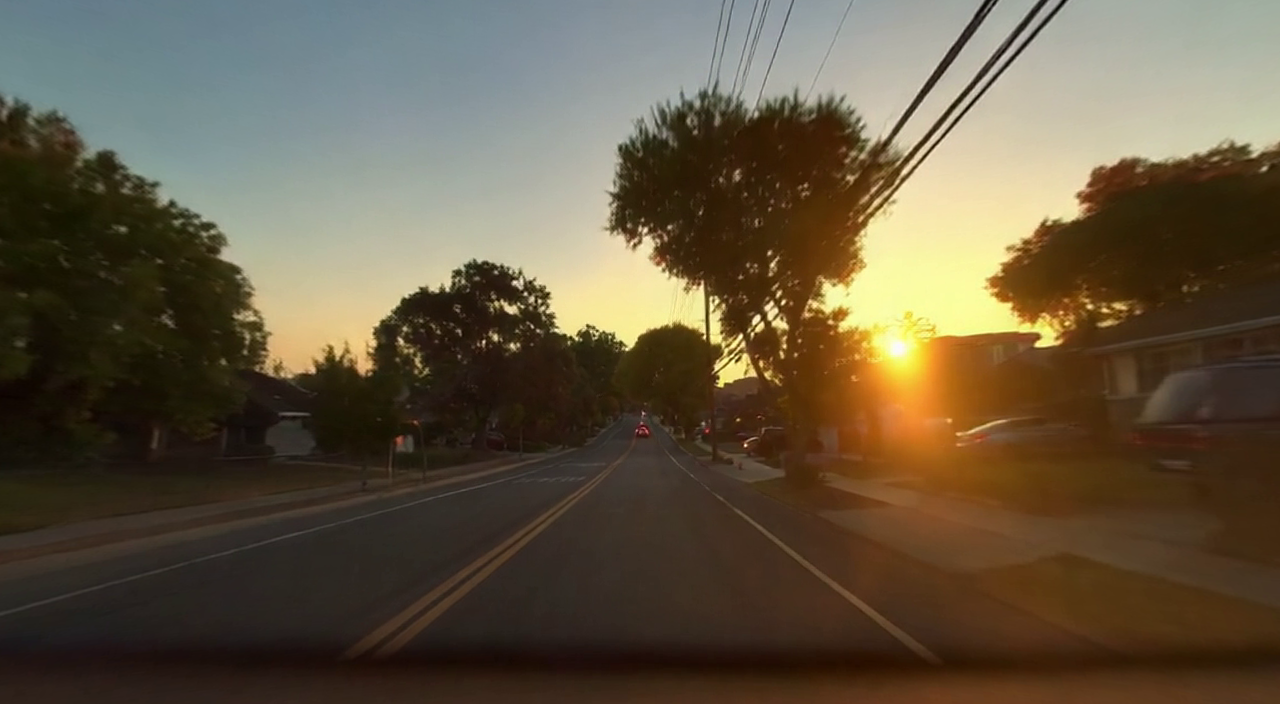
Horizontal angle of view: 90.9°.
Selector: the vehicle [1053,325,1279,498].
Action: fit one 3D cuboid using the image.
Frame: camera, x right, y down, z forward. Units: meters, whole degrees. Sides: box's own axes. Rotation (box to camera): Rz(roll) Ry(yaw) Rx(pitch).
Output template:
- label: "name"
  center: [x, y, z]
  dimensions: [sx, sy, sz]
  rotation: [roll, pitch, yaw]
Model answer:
- label: "vehicle"
  center: [7.601, 0.757, 7.907]
  dimensions: [1.878, 1.743, 4.556]
  rotation: [-6, -9, 4]
